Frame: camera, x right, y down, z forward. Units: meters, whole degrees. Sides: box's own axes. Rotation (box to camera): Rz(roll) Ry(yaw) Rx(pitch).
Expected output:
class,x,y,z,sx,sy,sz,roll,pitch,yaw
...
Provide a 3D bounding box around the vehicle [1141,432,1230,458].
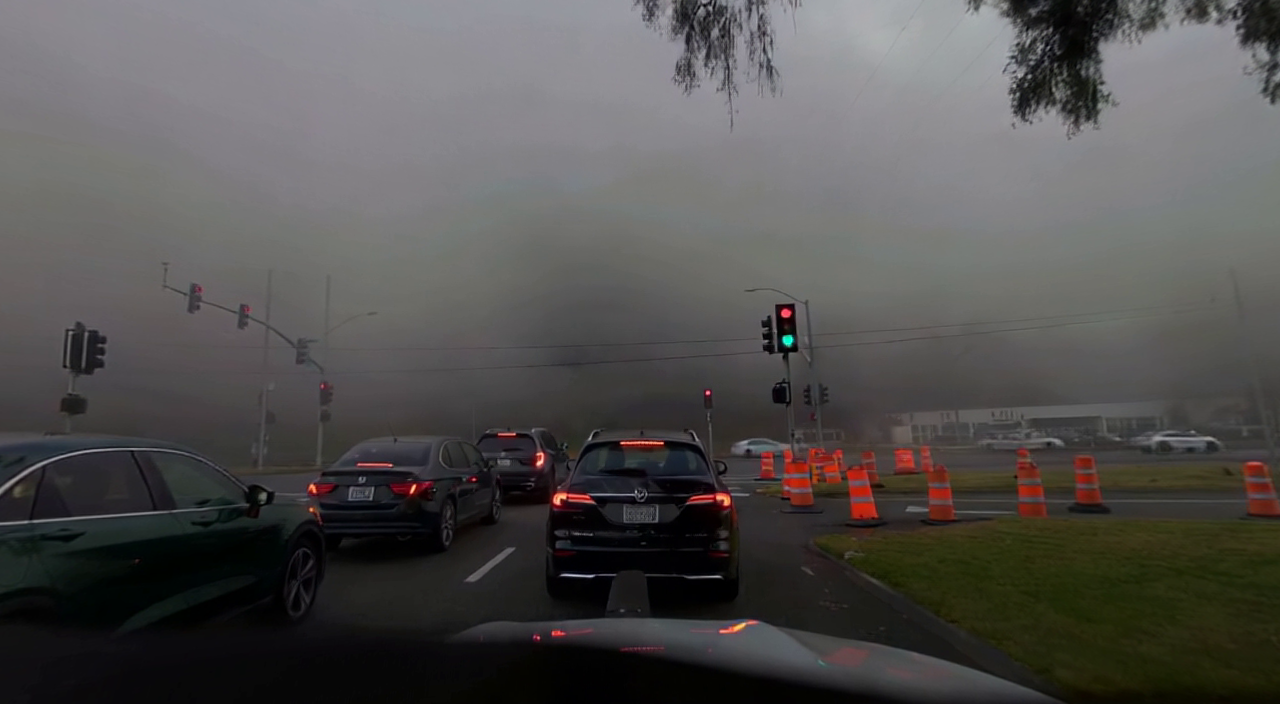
class,x,y,z,sx,sy,sz,roll,pitch,yaw
vehicle,35.353,6.025,40.872,4.051,1.583,1.794,0,-9,1

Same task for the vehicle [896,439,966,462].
class,x,y,z,sx,sy,sz,roll,pitch,yaw
vehicle,23.046,7.816,49.969,4.672,1.676,1.867,1,-9,-1

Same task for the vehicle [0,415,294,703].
class,x,y,z,sx,sy,sz,roll,pitch,yaw
vehicle,-3.594,0.943,2.149,2.064,1.497,4.722,0,-9,1

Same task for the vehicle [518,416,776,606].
class,x,y,z,sx,sy,sz,roll,pitch,yaw
vehicle,0.103,1.617,7.215,2.167,1.560,3.676,0,-9,1

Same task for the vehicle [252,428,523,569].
class,x,y,z,sx,sy,sz,roll,pitch,yaw
vehicle,-3.280,1.996,9.446,1.989,1.541,4.626,0,-9,2
